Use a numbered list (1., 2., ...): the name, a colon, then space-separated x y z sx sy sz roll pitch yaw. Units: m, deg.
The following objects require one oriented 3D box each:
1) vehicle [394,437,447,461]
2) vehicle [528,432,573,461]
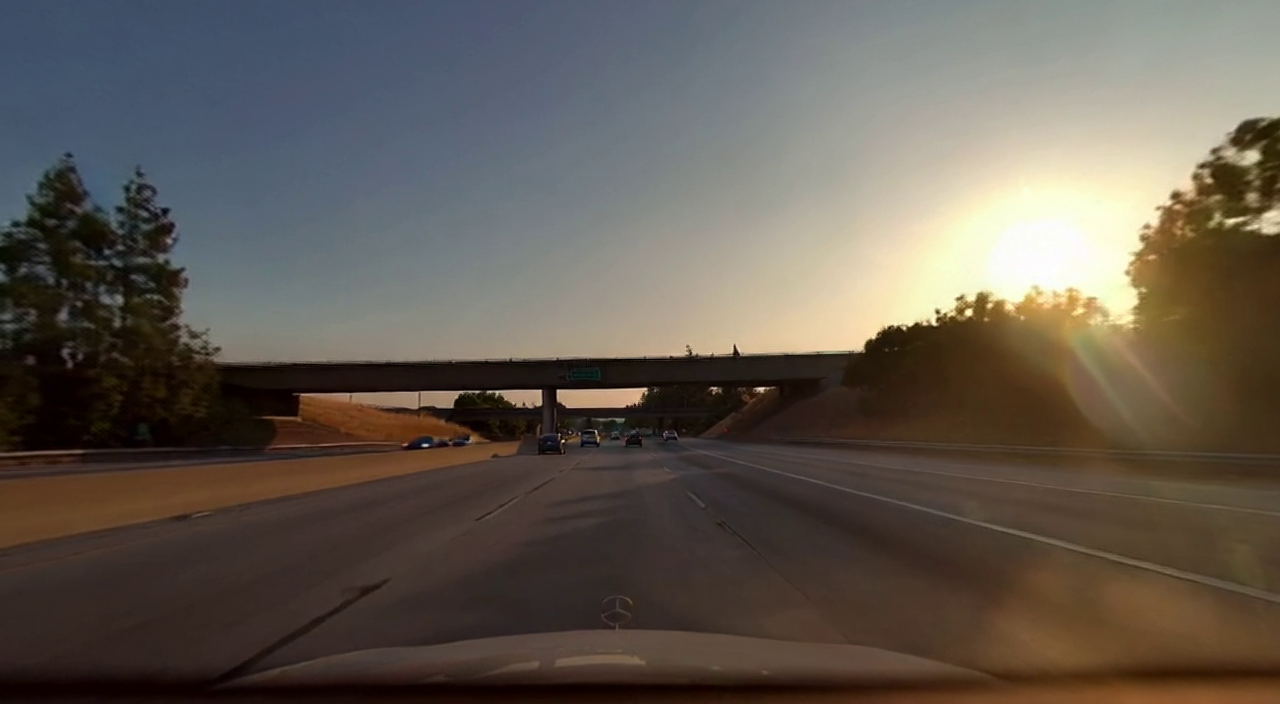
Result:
1. vehicle: -13.852 6.111 40.005 1.851 1.451 4.277 0 -8 -1
2. vehicle: -4.892 5.231 35.011 1.933 1.473 4.023 0 -8 0
